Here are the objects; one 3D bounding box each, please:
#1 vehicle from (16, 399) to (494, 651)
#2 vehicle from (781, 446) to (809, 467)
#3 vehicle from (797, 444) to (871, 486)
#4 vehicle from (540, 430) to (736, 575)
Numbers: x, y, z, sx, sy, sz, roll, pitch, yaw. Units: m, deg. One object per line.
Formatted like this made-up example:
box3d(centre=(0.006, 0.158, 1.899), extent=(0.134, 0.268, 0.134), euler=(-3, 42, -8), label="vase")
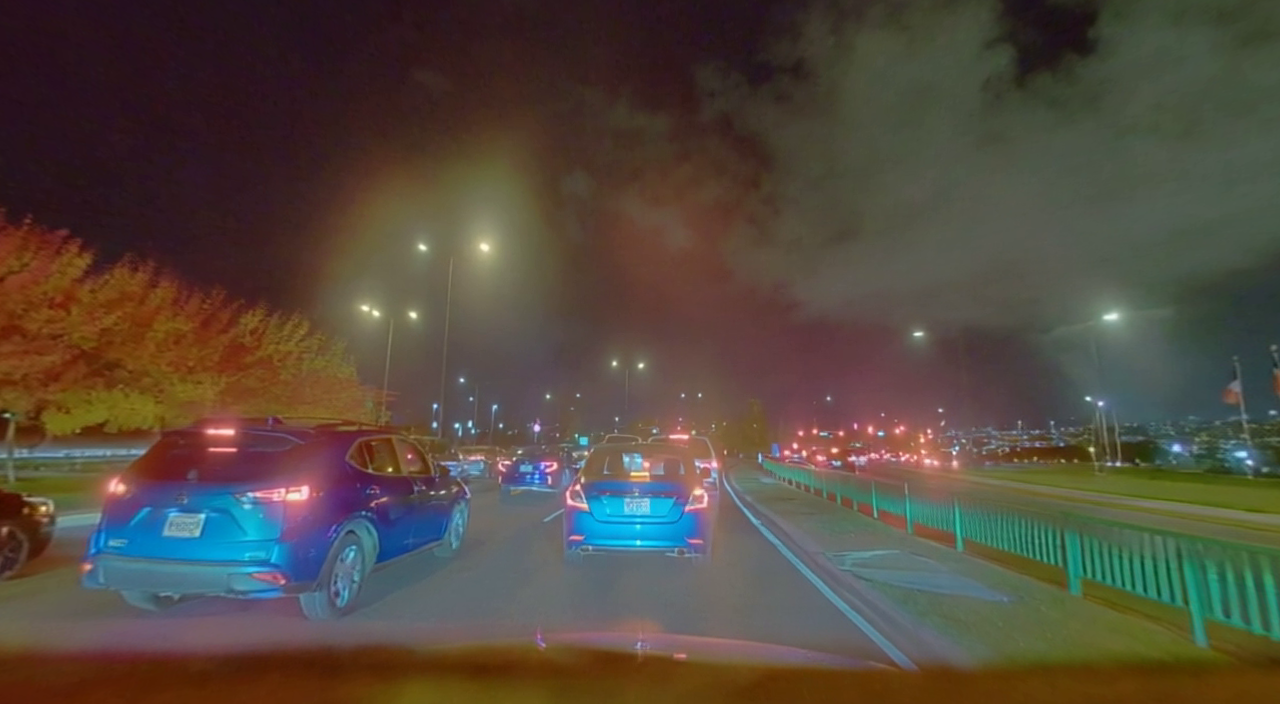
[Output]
box3d(centre=(-3.075, 1.465, 6.384), extent=(1.988, 1.635, 4.260), euler=(0, -9, 3), label="vehicle")
box3d(centre=(12.205, 8.268, 49.800), extent=(1.944, 1.544, 4.301), euler=(-1, -9, 12), label="vehicle")
box3d(centre=(8.109, 4.736, 26.741), extent=(2.011, 1.610, 4.568), euler=(0, -9, 5), label="vehicle")
box3d(centre=(0.096, 1.927, 8.919), extent=(2.090, 1.506, 4.276), euler=(0, -9, 3), label="vehicle")
